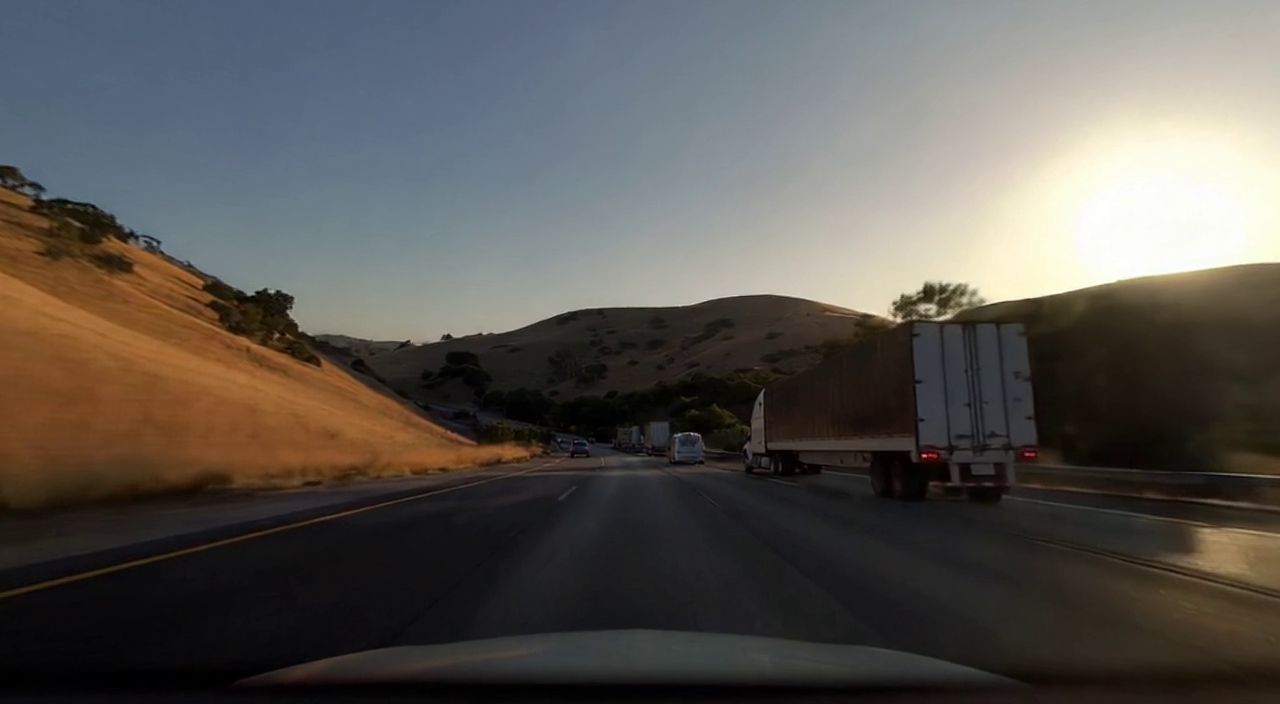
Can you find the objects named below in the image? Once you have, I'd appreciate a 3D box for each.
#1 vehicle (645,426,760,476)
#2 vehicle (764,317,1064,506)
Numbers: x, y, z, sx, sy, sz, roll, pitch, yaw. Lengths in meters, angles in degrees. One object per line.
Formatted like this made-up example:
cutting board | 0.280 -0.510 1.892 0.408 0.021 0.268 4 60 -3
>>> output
vehicle | 2.868 4.703 30.088 5.075 2.277 2.365 0 -9 -4
vehicle | 7.611 2.515 22.113 2.935 4.187 16.357 0 -9 -1
